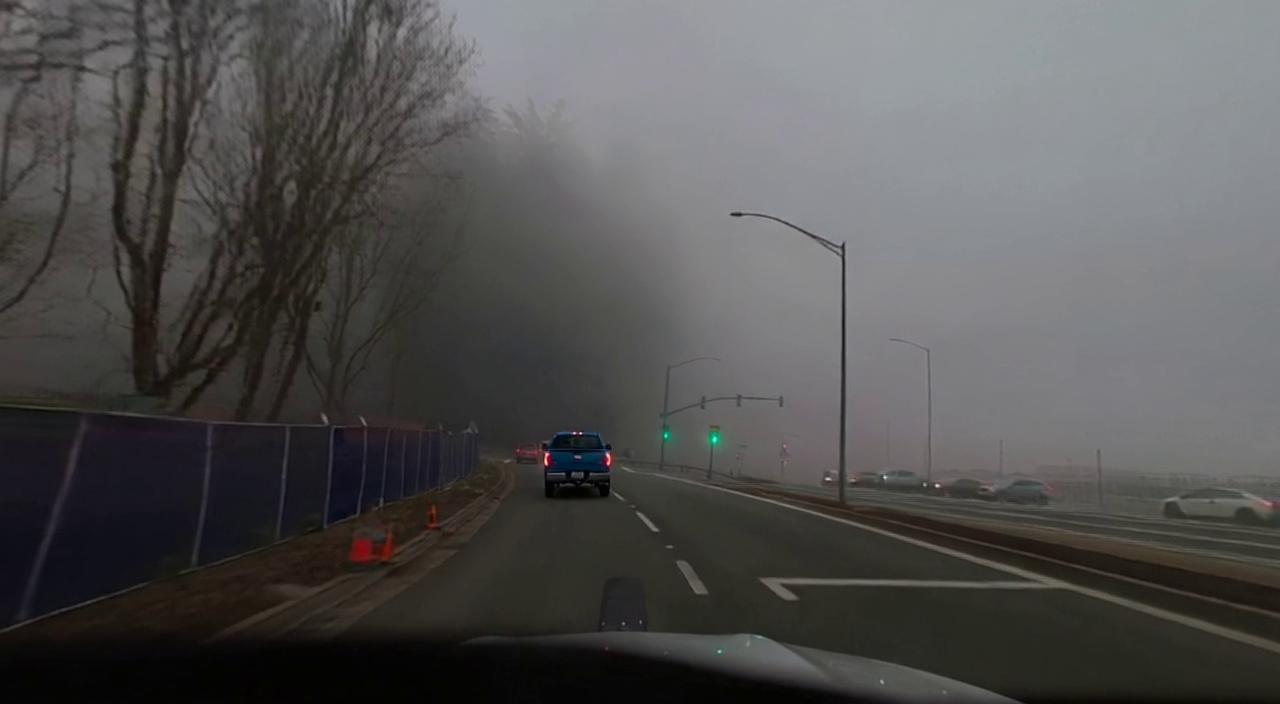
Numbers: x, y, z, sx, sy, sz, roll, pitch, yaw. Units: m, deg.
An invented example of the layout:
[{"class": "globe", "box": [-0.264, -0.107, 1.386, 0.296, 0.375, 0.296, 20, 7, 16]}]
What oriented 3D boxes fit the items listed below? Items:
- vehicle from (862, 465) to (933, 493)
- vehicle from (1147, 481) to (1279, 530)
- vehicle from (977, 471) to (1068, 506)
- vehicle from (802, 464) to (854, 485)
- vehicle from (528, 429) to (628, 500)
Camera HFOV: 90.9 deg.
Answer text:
[{"class": "vehicle", "box": [16.473, 8.132, 40.630, 1.884, 1.622, 4.485, 3, -10, -14]}, {"class": "vehicle", "box": [23.314, 6.100, 25.380, 1.805, 1.494, 4.362, 1, -8, -8]}, {"class": "vehicle", "box": [21.576, 7.692, 35.818, 1.841, 1.673, 4.470, 1, -9, -9]}, {"class": "vehicle", "box": [14.574, 9.545, 49.253, 1.808, 1.467, 4.360, 3, -10, -15]}, {"class": "vehicle", "box": [-1.757, 3.145, 18.096, 2.436, 1.698, 5.322, 1, -8, -5]}]
